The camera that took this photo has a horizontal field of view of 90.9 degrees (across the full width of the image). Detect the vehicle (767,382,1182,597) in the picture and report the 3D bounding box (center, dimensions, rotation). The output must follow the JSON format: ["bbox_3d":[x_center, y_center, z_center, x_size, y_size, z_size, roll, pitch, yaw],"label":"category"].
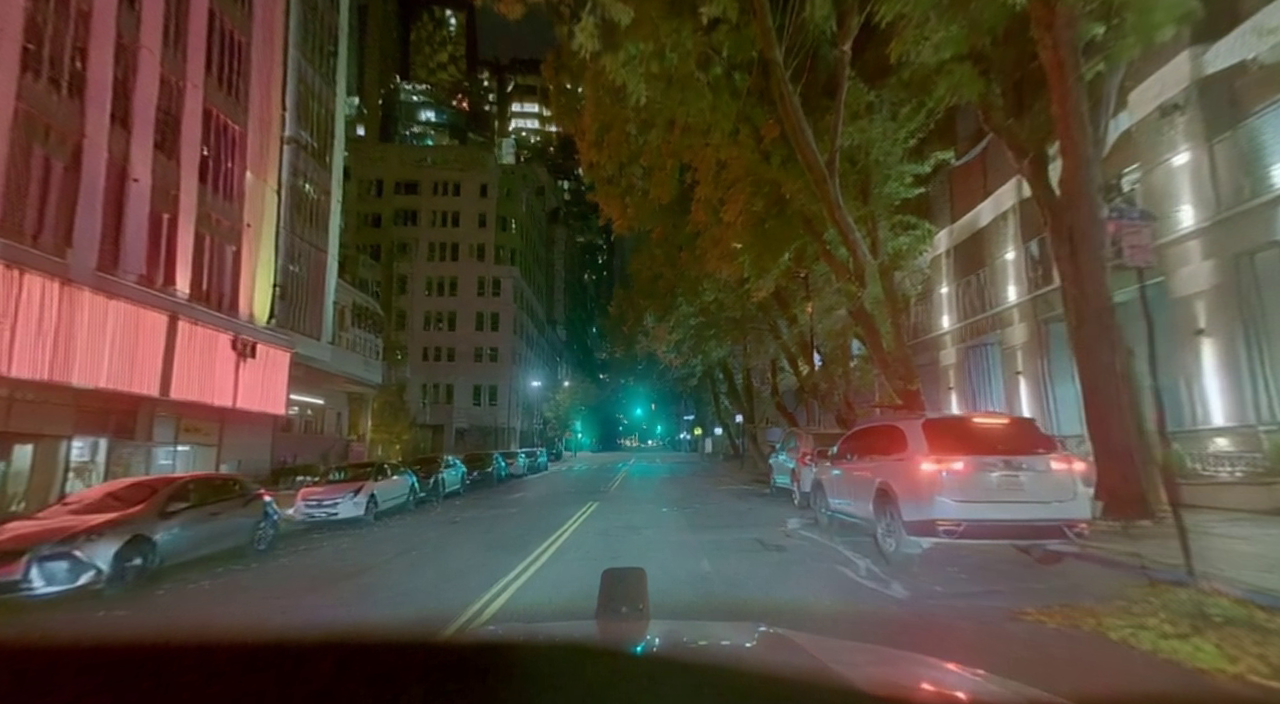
[{"bbox_3d":[3.891,1.764,9.220,2.568,2.001,5.999,-2,-8,-2],"label":"vehicle"}]

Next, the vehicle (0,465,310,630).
[{"bbox_3d":[-6.875,2.439,8.888,1.889,1.451,5.013,-1,-8,-2],"label":"vehicle"}]

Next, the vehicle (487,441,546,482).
[{"bbox_3d":[-6.325,5.637,32.857,2.273,1.871,4.920,-1,-8,-2],"label":"vehicle"}]

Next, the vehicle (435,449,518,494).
[{"bbox_3d":[-6.539,4.805,25.781,2.270,1.539,4.855,-1,-8,-2],"label":"vehicle"}]

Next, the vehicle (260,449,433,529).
[{"bbox_3d":[-6.748,3.148,15.173,2.110,1.498,4.555,-1,-8,-2],"label":"vehicle"}]
